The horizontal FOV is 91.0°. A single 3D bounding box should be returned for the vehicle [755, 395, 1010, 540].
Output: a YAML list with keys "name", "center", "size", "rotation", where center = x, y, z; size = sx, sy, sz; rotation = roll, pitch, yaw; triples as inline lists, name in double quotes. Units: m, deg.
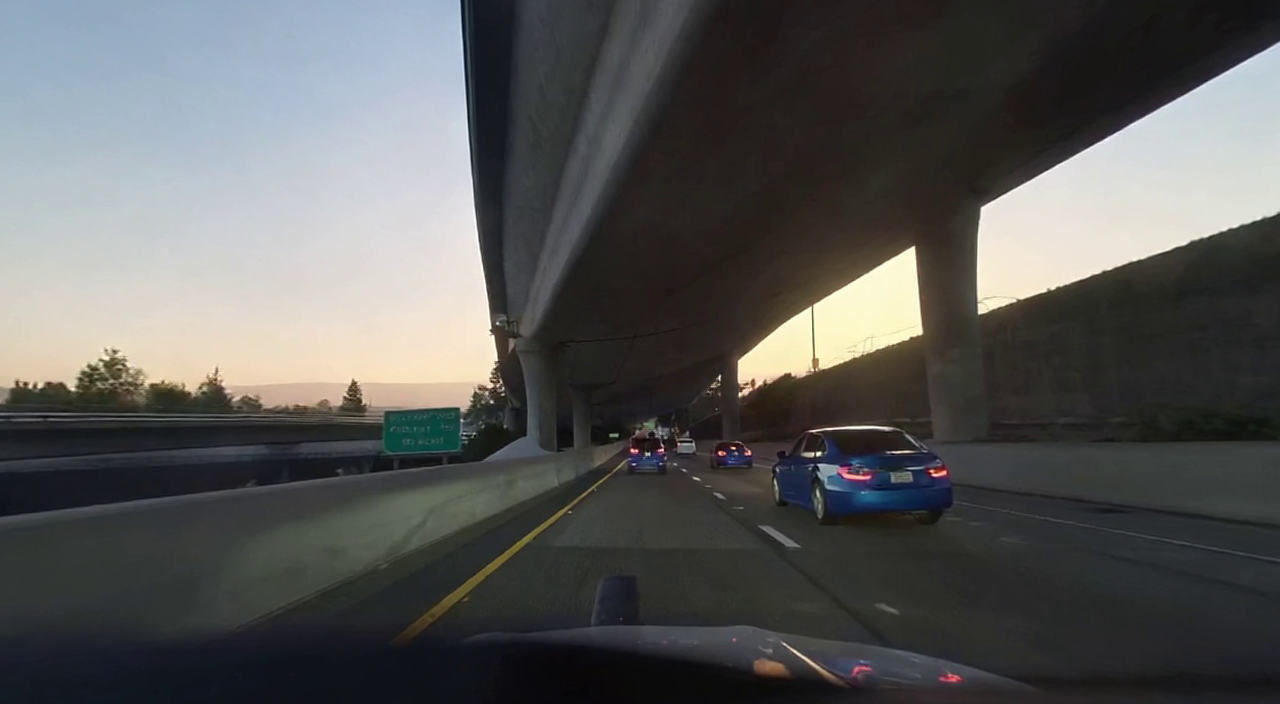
- name: "vehicle"
  center: [3.923, 2.046, 11.726]
  size: [2.404, 2.014, 5.655]
  rotation: [0, -9, -1]

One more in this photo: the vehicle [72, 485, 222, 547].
- name: "vehicle"
  center: [-16.788, 5.555, 21.764]
  size: [1.930, 1.662, 4.089]
  rotation: [1, -9, -3]

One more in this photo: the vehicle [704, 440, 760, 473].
- name: "vehicle"
  center: [4.527, 5.219, 31.566]
  size: [2.047, 1.500, 4.017]
  rotation: [1, -9, -2]

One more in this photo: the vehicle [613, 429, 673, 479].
- name: "vehicle"
  center: [0.122, 4.214, 26.163]
  size: [2.264, 1.841, 4.583]
  rotation: [0, -9, 0]
